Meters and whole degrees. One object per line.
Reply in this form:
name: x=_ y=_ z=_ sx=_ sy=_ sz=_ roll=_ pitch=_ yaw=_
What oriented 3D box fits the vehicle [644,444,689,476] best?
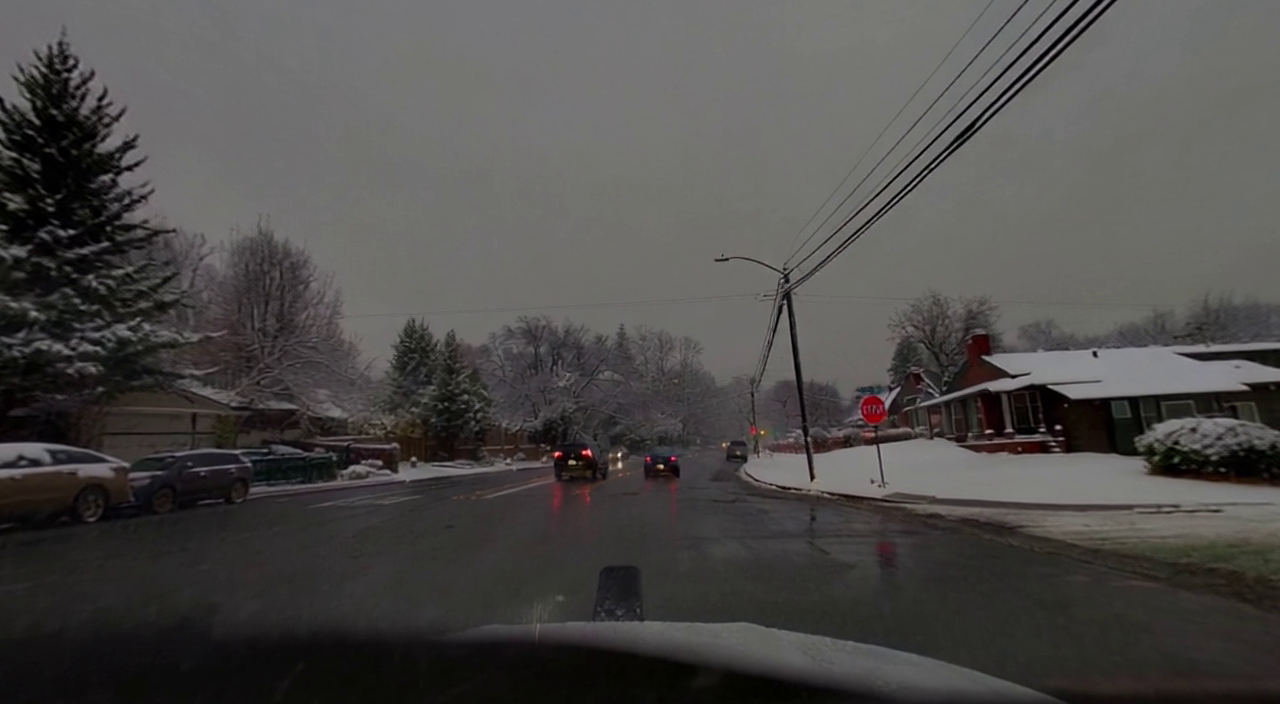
vehicle: x=1.402 y=5.405 z=31.748 sx=1.955 sy=1.459 sz=4.383 roll=-1 pitch=-8 yaw=6

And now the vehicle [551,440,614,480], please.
vehicle: x=-2.605 y=4.999 z=29.518 sx=2.178 sy=1.695 sz=4.339 roll=-1 pitch=-8 yaw=5

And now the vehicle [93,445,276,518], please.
vehicle: x=-13.772 y=3.932 z=19.511 sx=2.076 sy=1.864 sz=4.730 roll=-3 pitch=-10 yaw=1

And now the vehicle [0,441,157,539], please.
vehicle: x=-14.117 y=3.037 z=13.900 sx=2.191 sy=1.980 sz=5.888 roll=-4 pitch=-9 yaw=1
